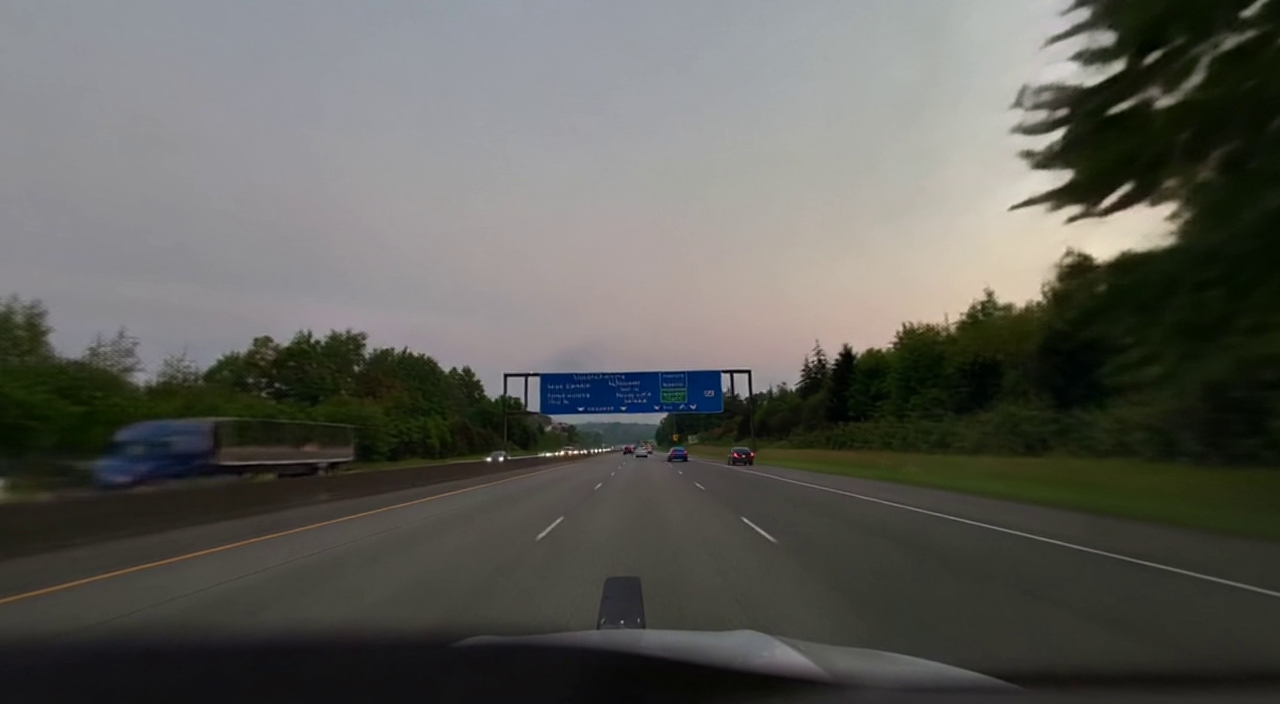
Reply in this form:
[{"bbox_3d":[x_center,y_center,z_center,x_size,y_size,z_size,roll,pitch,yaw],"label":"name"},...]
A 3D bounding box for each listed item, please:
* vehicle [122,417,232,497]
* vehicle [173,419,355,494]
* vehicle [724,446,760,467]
[{"bbox_3d":[-23.219,5.258,31.766,2.986,3.775,2.915,0,-9,-1],"label":"vehicle"},{"bbox_3d":[-23.077,6.619,40.424,2.873,3.938,14.225,0,-9,0],"label":"vehicle"},{"bbox_3d":[7.781,7.993,48.456,1.943,1.493,4.507,0,-9,-1],"label":"vehicle"}]
